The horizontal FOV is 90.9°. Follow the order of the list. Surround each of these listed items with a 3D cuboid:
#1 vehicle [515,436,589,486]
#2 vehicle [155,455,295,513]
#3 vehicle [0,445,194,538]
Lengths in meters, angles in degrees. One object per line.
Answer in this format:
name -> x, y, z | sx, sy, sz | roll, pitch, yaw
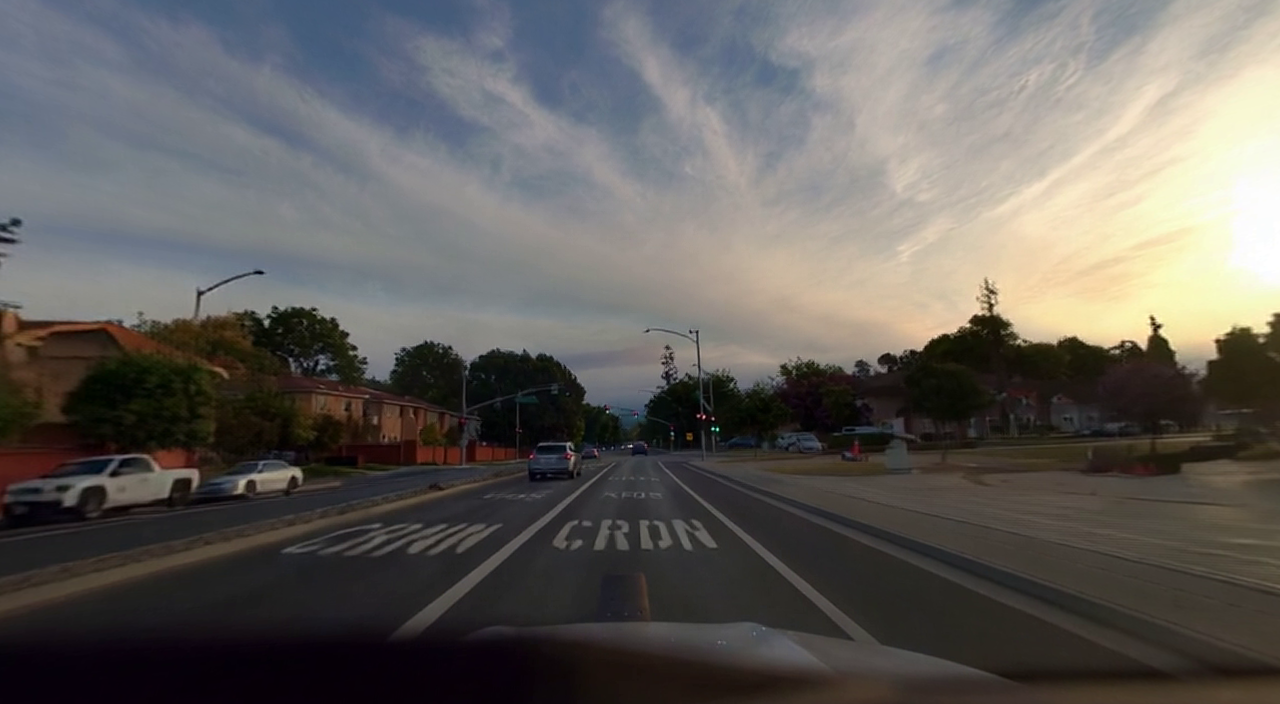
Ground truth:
vehicle -> -3.185, 4.059, 23.855 | 2.084, 1.701, 4.734 | 0, -8, 1
vehicle -> -14.244, 4.493, 21.996 | 1.860, 1.490, 4.542 | -4, -7, 0
vehicle -> -14.105, 3.435, 16.231 | 1.972, 1.887, 4.777 | -3, -7, -3
